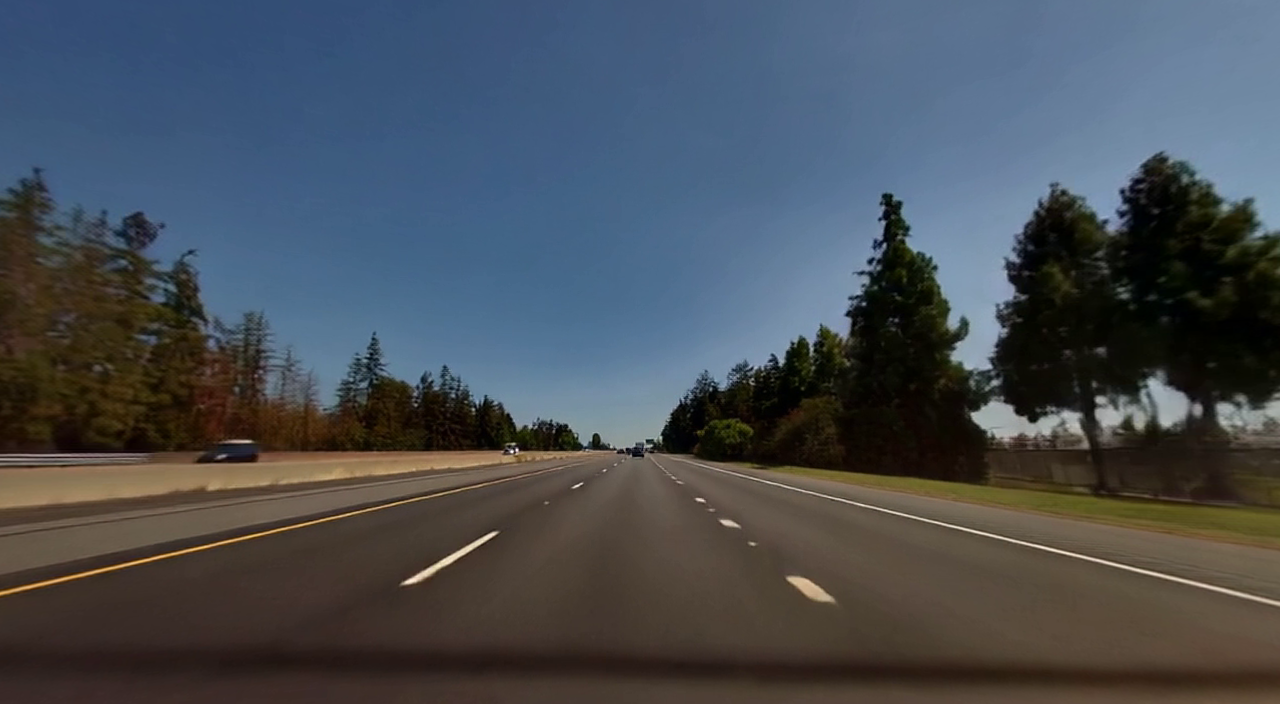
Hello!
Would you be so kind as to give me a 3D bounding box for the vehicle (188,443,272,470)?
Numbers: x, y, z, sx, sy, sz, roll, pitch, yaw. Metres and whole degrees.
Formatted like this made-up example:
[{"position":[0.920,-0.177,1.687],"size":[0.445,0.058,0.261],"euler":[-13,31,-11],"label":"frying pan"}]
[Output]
[{"position":[-23.943,6.131,36.990],"size":[1.778,1.480,4.047],"euler":[-2,-9,9],"label":"vehicle"}]
